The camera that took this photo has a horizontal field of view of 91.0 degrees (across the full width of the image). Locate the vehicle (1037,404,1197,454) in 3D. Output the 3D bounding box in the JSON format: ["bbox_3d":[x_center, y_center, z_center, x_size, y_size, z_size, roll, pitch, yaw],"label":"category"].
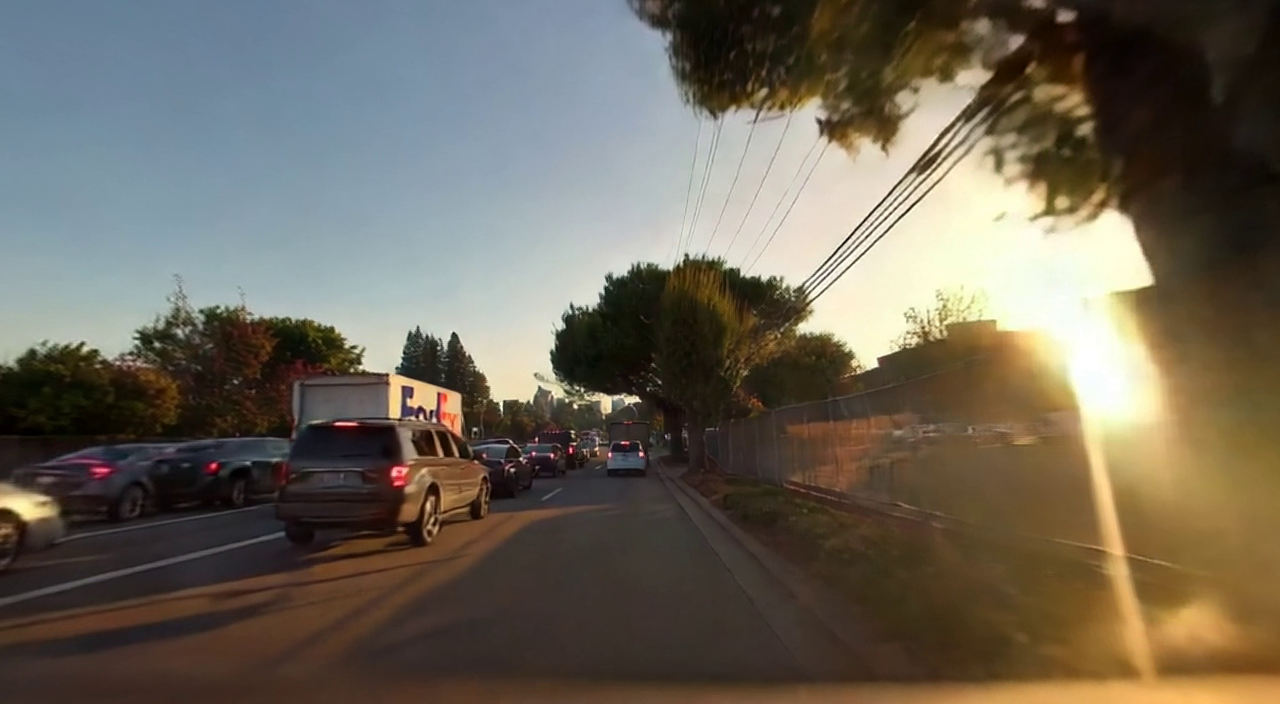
[{"bbox_3d":[32.683,5.337,43.291,8.848,3.271,2.774,0,-9,-5],"label":"vehicle"}]

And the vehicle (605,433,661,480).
[{"bbox_3d":[-0.300,4.111,25.031,2.055,1.671,4.147,0,-8,-1],"label":"vehicle"}]

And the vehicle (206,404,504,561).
[{"bbox_3d":[-3.840,1.872,9.781,2.263,1.803,4.868,0,-8,1],"label":"vehicle"}]
